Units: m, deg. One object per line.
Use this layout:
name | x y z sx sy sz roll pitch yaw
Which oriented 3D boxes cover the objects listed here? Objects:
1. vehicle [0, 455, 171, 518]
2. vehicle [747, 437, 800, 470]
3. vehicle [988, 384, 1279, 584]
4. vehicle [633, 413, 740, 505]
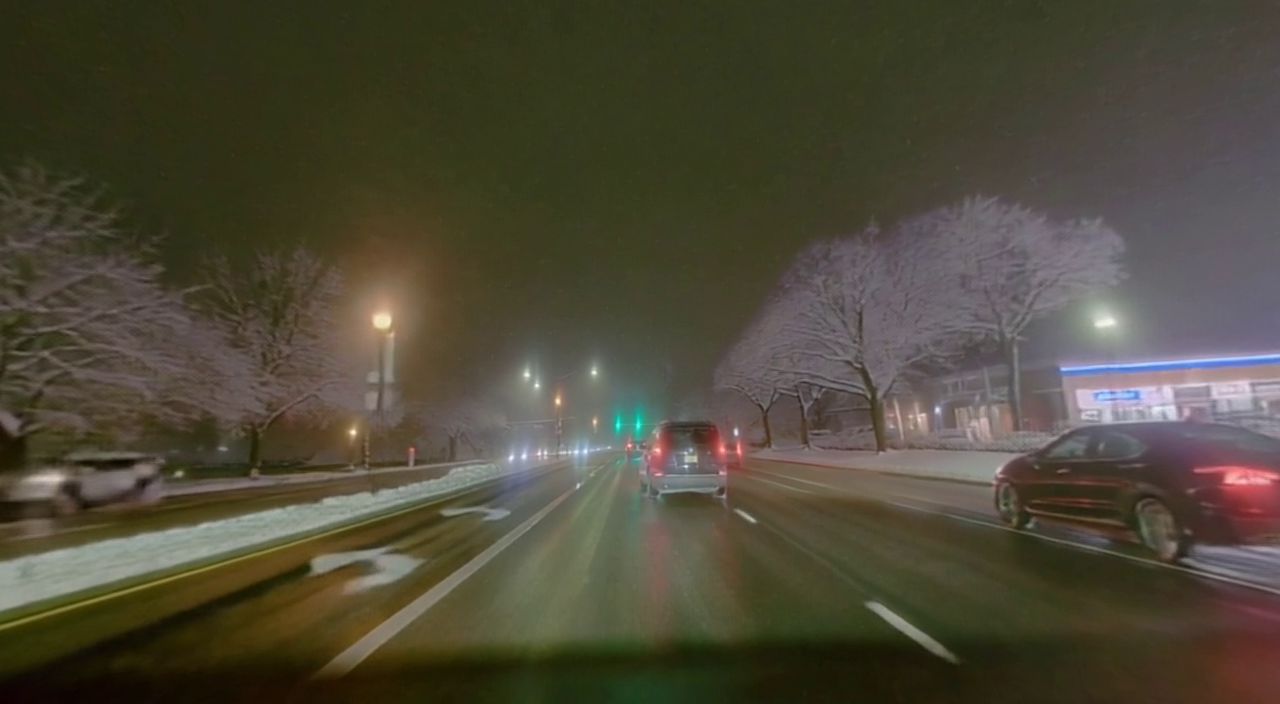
vehicle | -15.887 3.692 17.906 1.830 1.483 4.410 0 -9 -1
vehicle | 6.890 5.273 33.040 1.793 1.585 4.130 0 -8 -1
vehicle | 6.681 1.487 7.776 2.025 1.765 4.729 0 -8 -1
vehicle | 0.955 2.605 15.836 2.038 1.917 4.900 0 -8 -3
